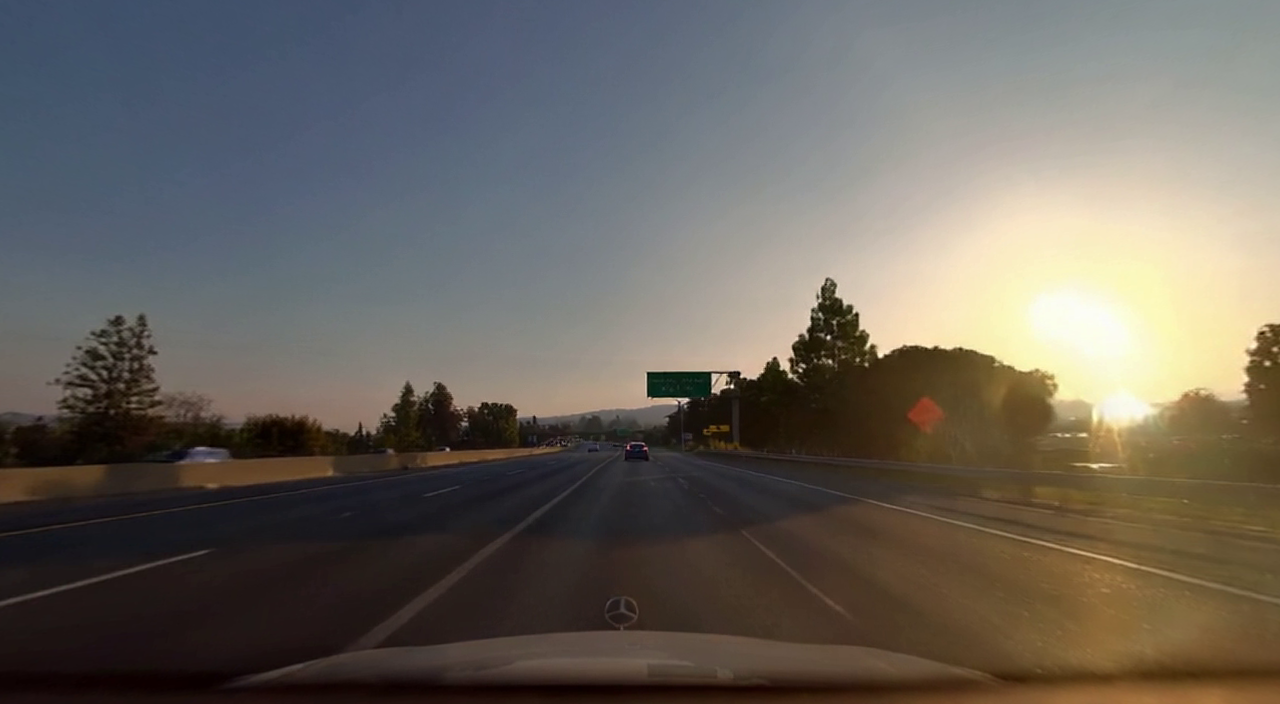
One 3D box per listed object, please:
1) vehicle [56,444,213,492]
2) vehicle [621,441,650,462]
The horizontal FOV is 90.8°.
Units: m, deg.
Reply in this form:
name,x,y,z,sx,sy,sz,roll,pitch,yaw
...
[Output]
name,x,y,z,sx,sy,sz,roll,pitch,yaw
vehicle,-17.614,4.034,22.358,1.974,1.513,4.348,0,-9,-1
vehicle,-0.366,7.328,46.695,2.025,1.460,4.189,0,-9,-1
